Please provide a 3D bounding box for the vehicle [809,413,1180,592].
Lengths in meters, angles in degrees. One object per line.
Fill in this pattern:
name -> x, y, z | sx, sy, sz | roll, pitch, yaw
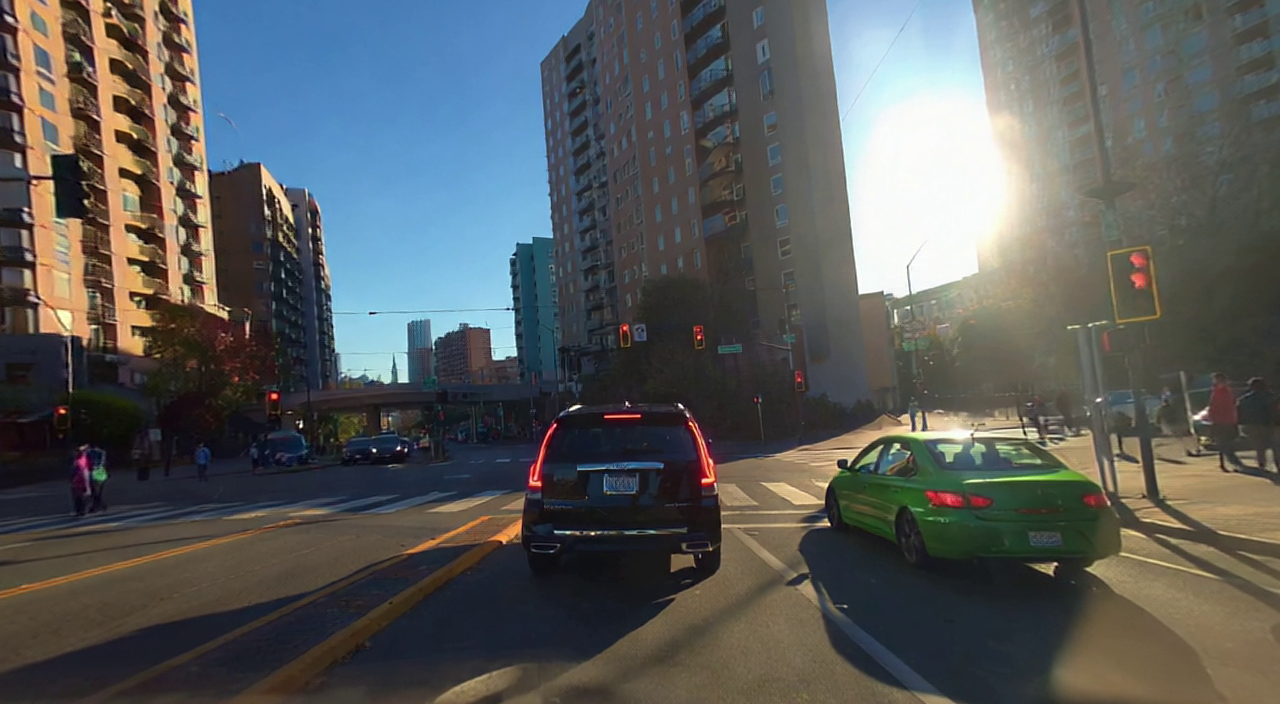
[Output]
vehicle -> 3.699, 1.648, 7.816 | 1.987, 1.538, 4.510 | 0, -8, 1

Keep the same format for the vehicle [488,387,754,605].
vehicle -> -0.145, 1.483, 7.321 | 2.168, 1.776, 4.135 | 0, -8, 0

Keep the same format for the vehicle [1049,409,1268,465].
vehicle -> 14.273, 2.378, 17.612 | 4.354, 1.466, 1.863 | -1, -8, 2

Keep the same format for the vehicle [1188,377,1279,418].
vehicle -> 26.569, 1.977, 27.168 | 4.287, 1.639, 1.729 | 0, -8, 1

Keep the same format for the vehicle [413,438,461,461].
vehicle -> -15.943, 7.685, 49.851 | 2.132, 1.710, 4.504 | 0, -8, 2
